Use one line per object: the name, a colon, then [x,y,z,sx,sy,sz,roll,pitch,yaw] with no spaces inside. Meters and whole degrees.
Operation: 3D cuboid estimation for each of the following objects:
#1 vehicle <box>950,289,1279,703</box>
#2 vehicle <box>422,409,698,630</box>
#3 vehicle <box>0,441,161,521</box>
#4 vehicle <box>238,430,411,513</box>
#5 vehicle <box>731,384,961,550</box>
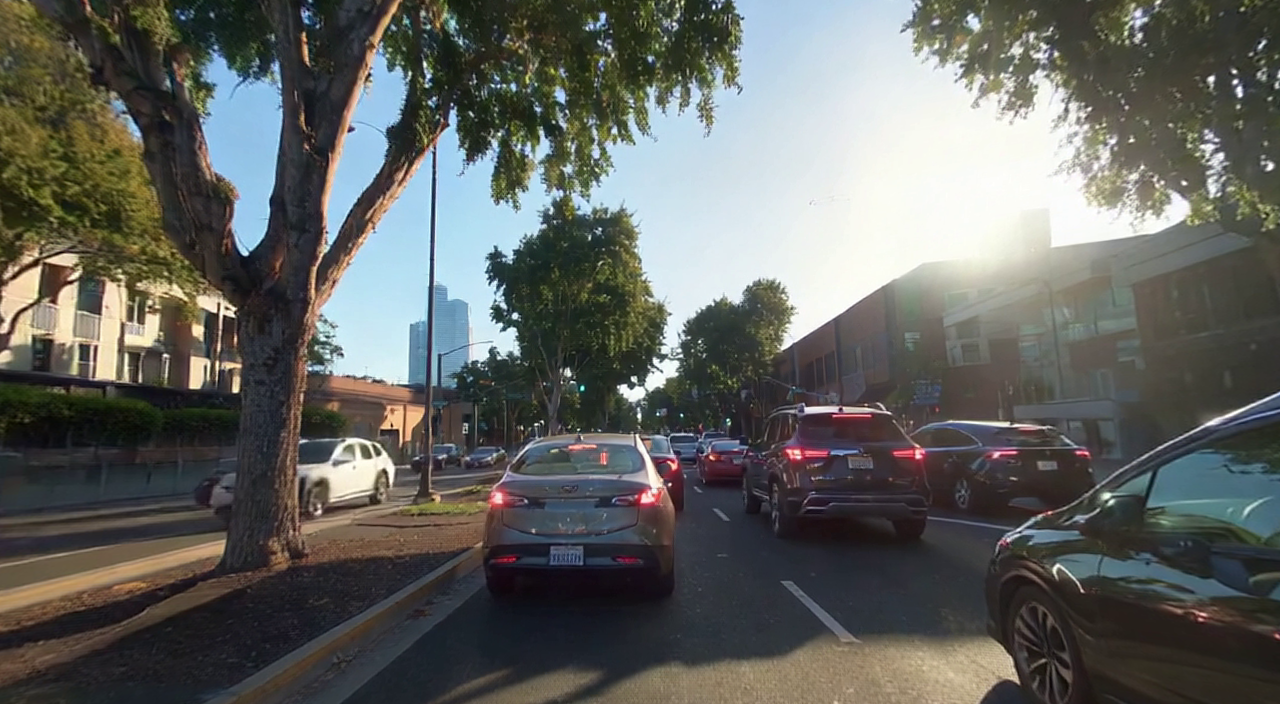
vehicle: [3.172,0.776,2.126,1.982,1.960,4.427,0,-8,1]
vehicle: [-0.573,1.585,6.901,2.111,1.676,4.018,0,-8,1]
vehicle: [-16.061,3.465,17.454,1.968,1.917,4.335,0,-8,0]
vehicle: [-8.668,3.305,18.009,2.111,2.002,5.330,0,-8,1]
vehicle: [3.514,2.149,12.403,2.516,2.481,5.766,0,-8,-1]
